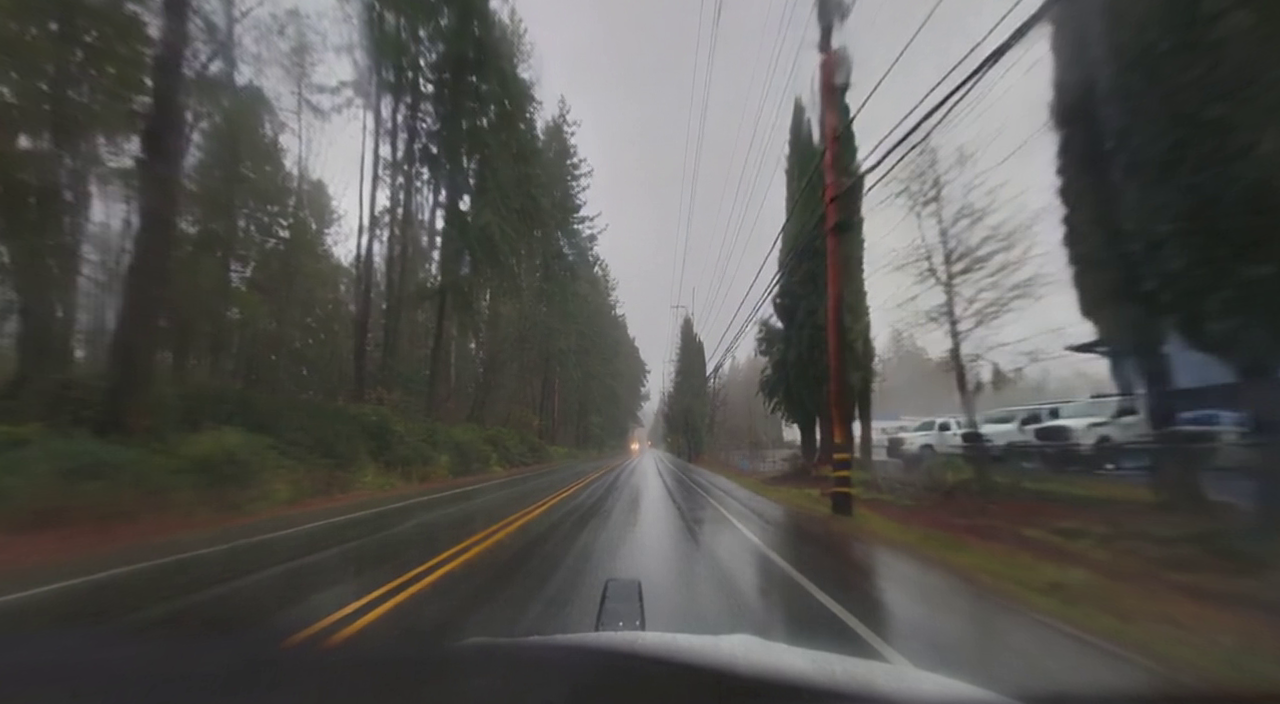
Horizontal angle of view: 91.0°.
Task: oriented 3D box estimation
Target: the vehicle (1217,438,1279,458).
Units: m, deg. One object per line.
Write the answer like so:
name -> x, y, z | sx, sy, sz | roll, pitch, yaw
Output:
vehicle -> 47.636, 7.427, 48.773 | 1.829, 1.494, 4.579 | 0, -9, 6

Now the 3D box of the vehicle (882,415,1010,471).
vehicle -> 15.572, 4.736, 32.781 | 2.923, 2.494, 7.148 | -1, -8, -1

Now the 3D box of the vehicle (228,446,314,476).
vehicle -> -24.951, 7.364, 42.908 | 2.240, 1.879, 5.771 | 0, -9, 1

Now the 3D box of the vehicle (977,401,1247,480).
vehicle -> 15.746, 3.170, 22.211 | 3.199, 2.263, 8.199 | 0, -9, 0
